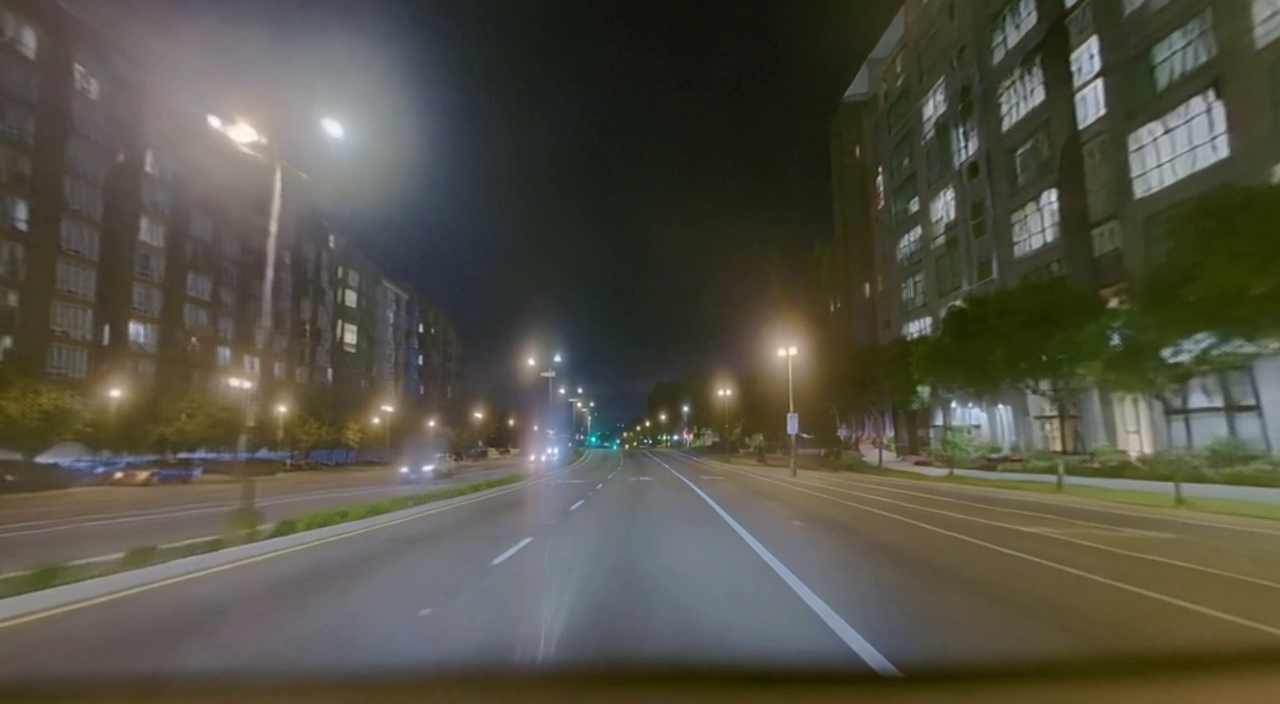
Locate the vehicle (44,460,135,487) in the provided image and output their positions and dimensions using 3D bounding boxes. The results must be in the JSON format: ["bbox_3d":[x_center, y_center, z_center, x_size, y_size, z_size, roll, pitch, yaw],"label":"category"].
[{"bbox_3d":[-34.474,7.589,39.570,3.844,1.533,1.734,4,-10,-26],"label":"vehicle"}]

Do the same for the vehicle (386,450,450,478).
[{"bbox_3d":[-12.486,6.306,35.758,1.811,1.433,4.387,-1,-9,4],"label":"vehicle"}]

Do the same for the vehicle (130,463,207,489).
[{"bbox_3d":[-28.937,7.623,38.806,1.629,1.411,3.897,-1,-9,2],"label":"vehicle"}]
